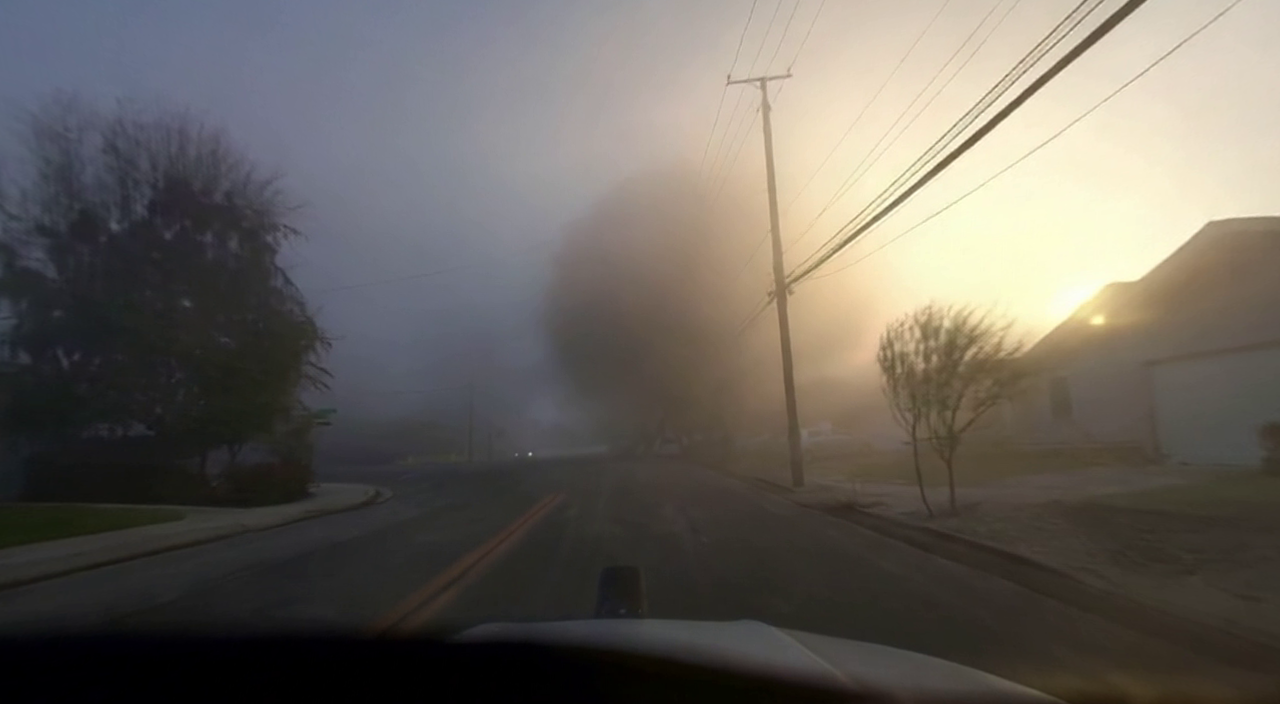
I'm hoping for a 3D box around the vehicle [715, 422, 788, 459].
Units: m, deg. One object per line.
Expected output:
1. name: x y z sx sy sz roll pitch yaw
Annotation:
1. vehicle: 8.326 6.602 47.365 4.801 2.139 2.164 -7 -7 -3
